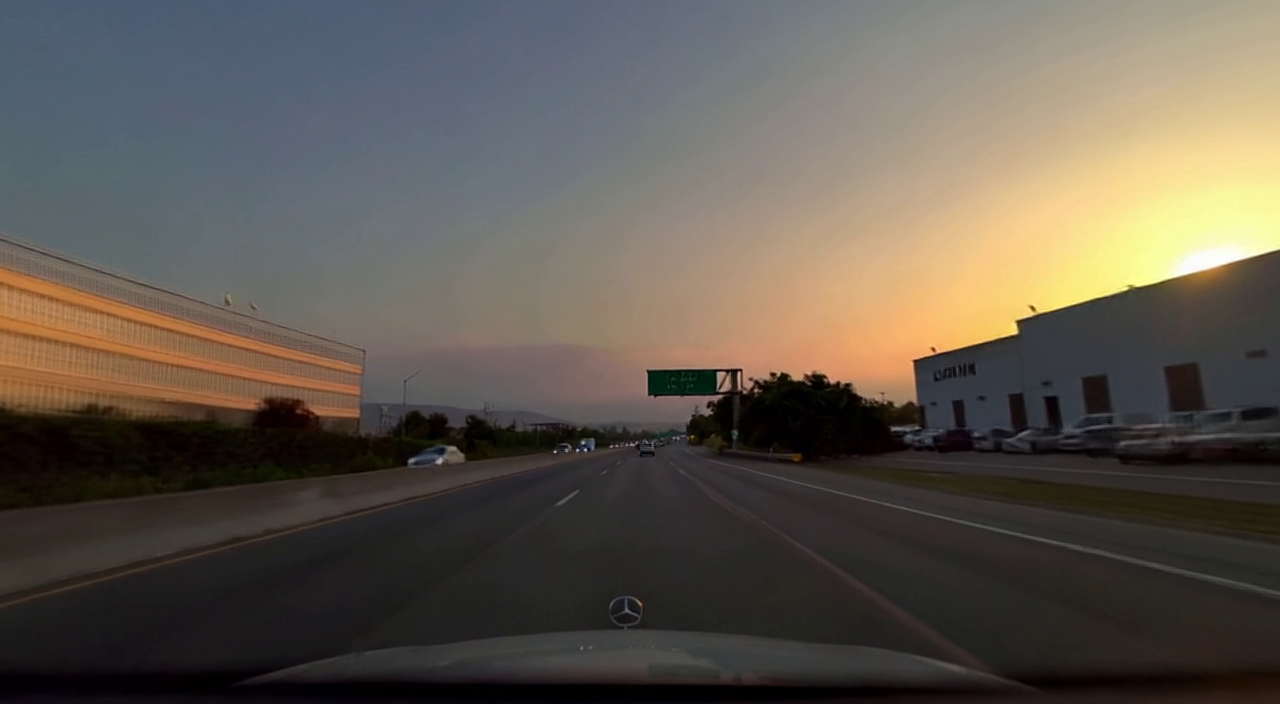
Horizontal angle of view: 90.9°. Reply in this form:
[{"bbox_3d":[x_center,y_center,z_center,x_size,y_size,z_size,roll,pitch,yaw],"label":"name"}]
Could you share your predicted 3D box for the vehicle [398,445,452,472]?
[{"bbox_3d":[-14.422,7.147,42.642,1.936,1.715,4.646,0,-8,1],"label":"vehicle"}]
